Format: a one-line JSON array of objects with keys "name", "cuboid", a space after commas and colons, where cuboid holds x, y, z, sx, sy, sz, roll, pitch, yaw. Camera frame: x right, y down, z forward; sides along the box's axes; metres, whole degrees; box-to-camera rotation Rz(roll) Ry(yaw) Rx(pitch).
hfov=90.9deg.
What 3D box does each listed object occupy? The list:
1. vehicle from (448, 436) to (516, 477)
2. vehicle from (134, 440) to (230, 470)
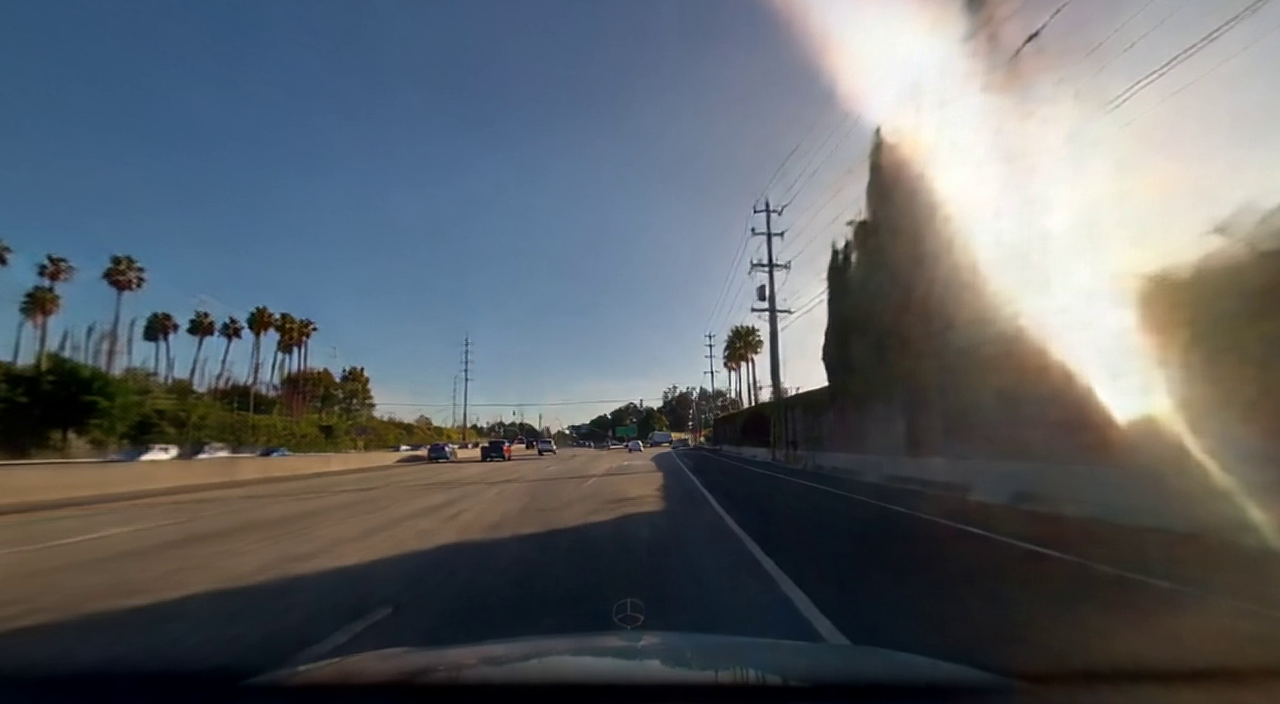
[{"name": "vehicle", "cuboid": [-6.622, 4.408, 26.879, 2.029, 1.609, 3.935, 0, -8, -2]}, {"name": "vehicle", "cuboid": [-32.324, 7.265, 44.823, 2.345, 1.917, 6.283, 0, -8, -3]}]
